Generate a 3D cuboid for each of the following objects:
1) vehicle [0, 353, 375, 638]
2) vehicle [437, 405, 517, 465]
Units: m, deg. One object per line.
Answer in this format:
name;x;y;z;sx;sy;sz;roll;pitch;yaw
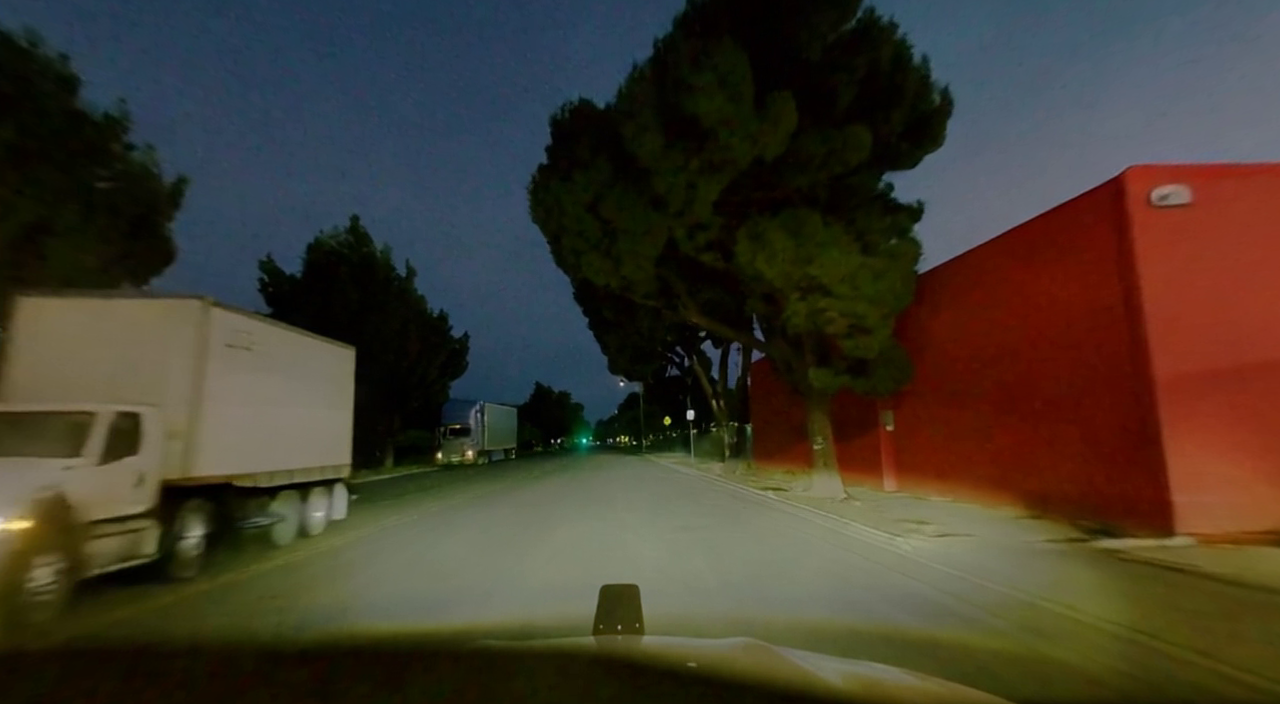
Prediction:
vehicle;-6.067;1.548;7.949;2.770;2.135;6.329;-1;-8;0
vehicle;-12.099;6.496;48.449;3.122;3.985;12.515;0;-9;-2
